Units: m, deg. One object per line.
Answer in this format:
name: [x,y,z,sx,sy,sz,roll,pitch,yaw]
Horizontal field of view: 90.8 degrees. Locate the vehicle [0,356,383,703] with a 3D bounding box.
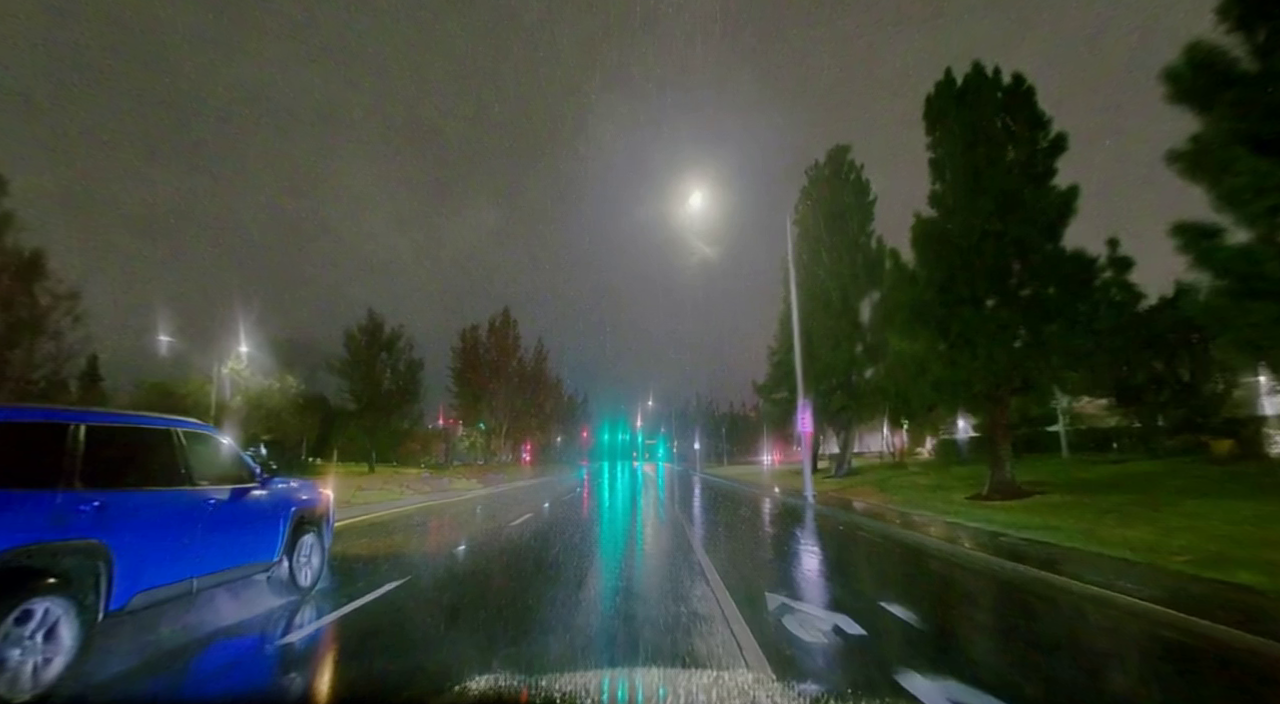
vehicle: [-3.661,1.116,4.061,2.121,1.724,4.392,0,-9,0]
